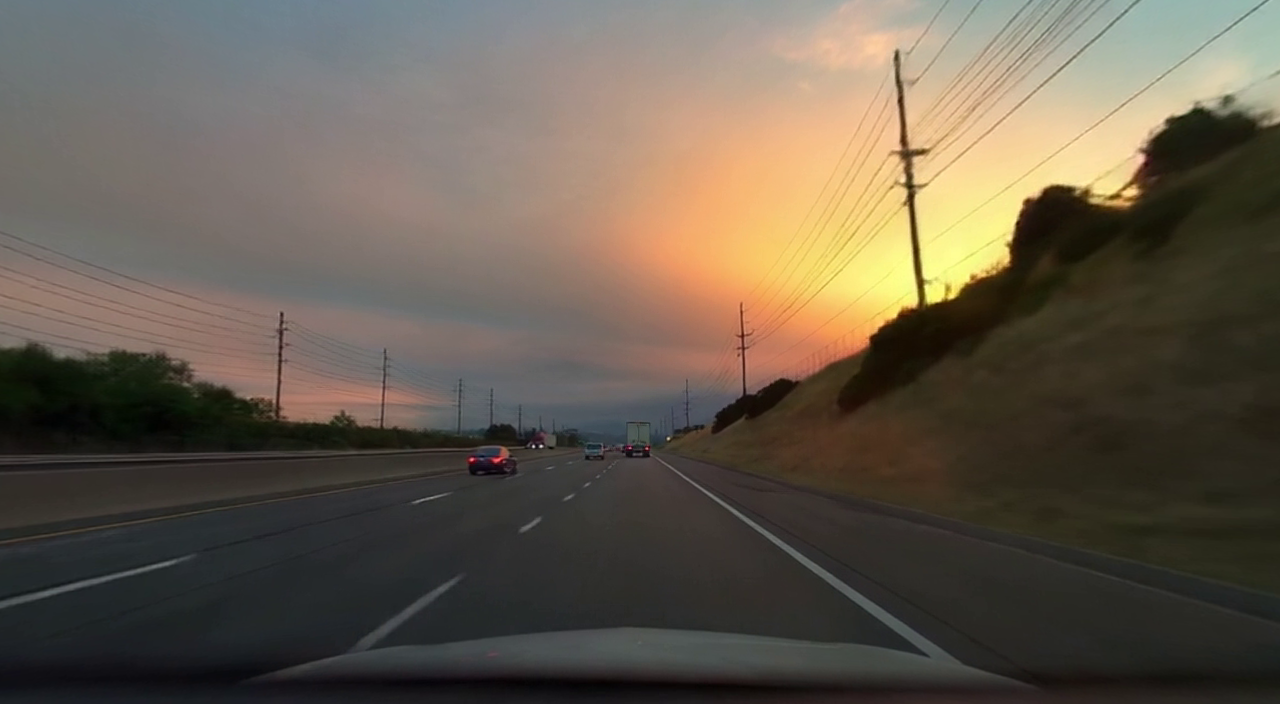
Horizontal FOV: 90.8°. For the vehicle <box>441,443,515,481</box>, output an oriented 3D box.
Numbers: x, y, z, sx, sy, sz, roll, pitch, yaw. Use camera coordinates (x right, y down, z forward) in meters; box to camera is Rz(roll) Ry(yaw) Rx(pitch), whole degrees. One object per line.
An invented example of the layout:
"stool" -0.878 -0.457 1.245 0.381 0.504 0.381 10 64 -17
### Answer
"vehicle" -7.143 4.892 28.394 2.066 1.558 4.607 0 -9 0
